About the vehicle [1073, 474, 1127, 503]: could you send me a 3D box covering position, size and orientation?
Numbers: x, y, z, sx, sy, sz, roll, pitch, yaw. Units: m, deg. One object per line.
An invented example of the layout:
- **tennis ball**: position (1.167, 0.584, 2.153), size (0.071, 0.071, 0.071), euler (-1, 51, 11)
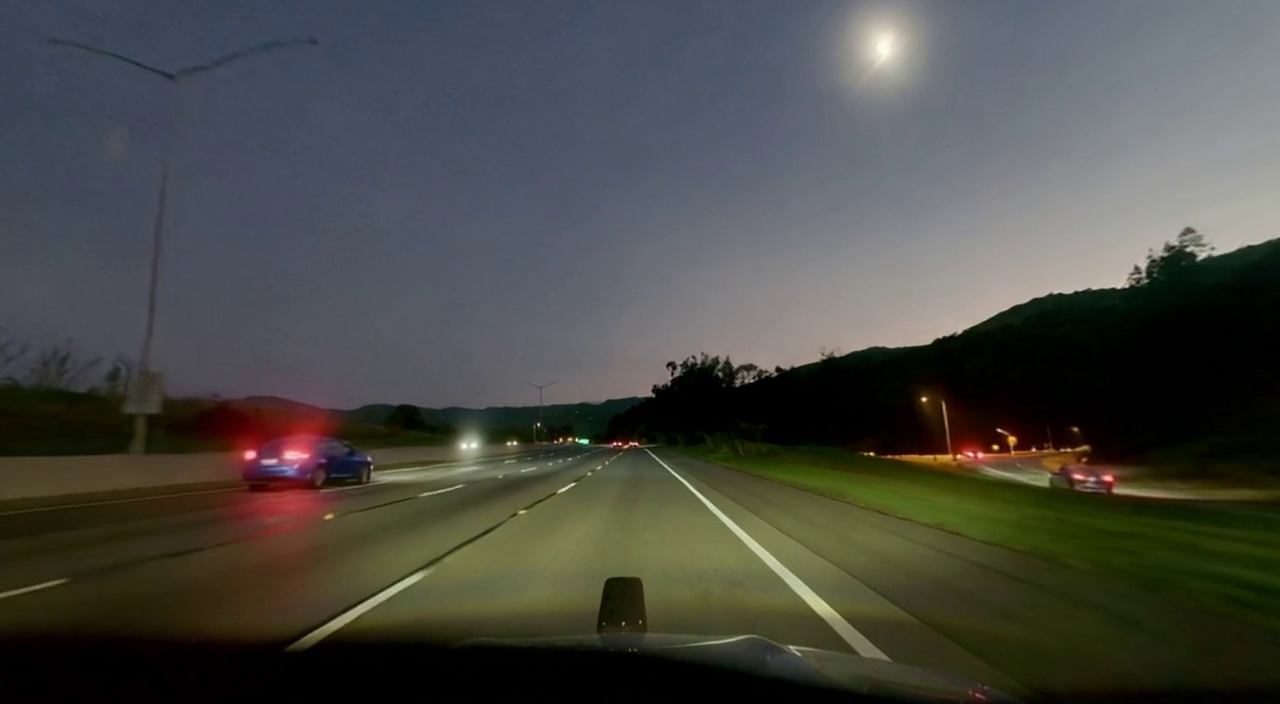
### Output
- **vehicle**: position (33.343, 9.848, 45.810), size (2.108, 1.763, 4.817), euler (-4, -9, 24)

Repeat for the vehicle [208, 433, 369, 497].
- **vehicle**: position (-10.844, 3.495, 20.027), size (2.152, 1.753, 4.972), euler (0, -8, 1)
